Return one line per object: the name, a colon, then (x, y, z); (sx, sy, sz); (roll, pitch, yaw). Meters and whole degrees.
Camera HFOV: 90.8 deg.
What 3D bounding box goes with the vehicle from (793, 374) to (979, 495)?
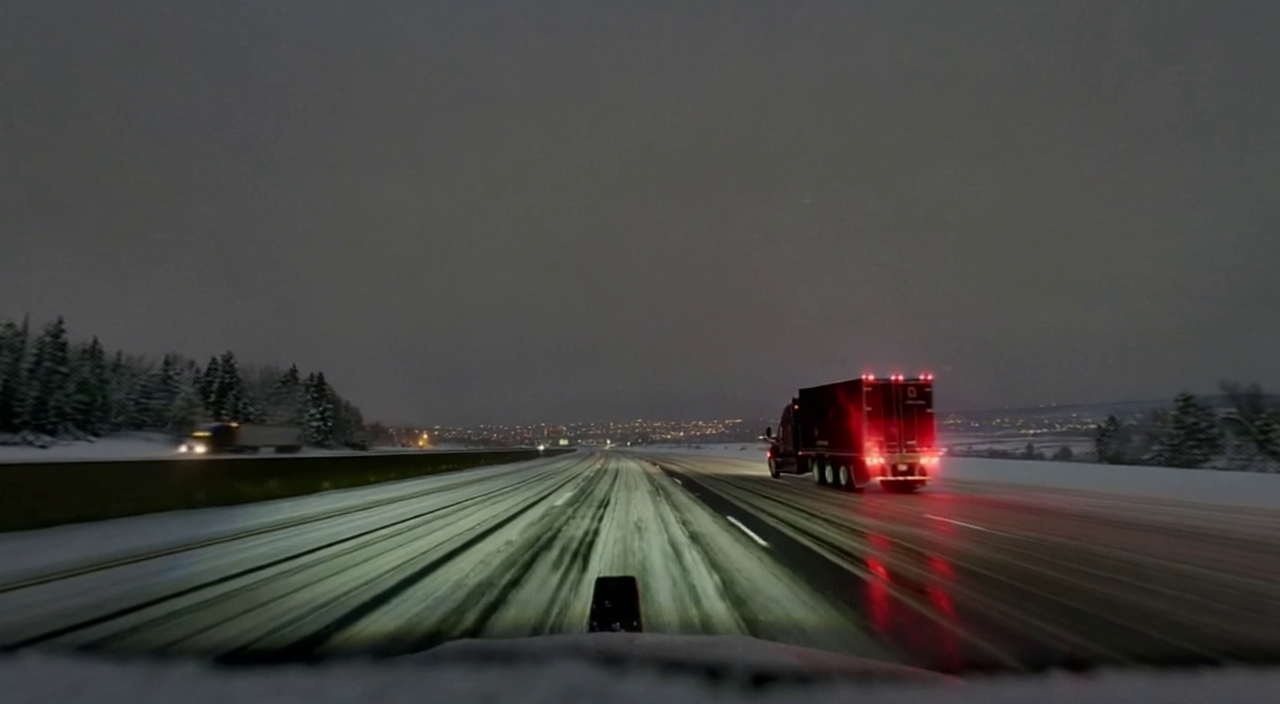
vehicle: (7.003, 2.607, 19.419); (2.627, 3.011, 7.287); (0, -9, -1)
